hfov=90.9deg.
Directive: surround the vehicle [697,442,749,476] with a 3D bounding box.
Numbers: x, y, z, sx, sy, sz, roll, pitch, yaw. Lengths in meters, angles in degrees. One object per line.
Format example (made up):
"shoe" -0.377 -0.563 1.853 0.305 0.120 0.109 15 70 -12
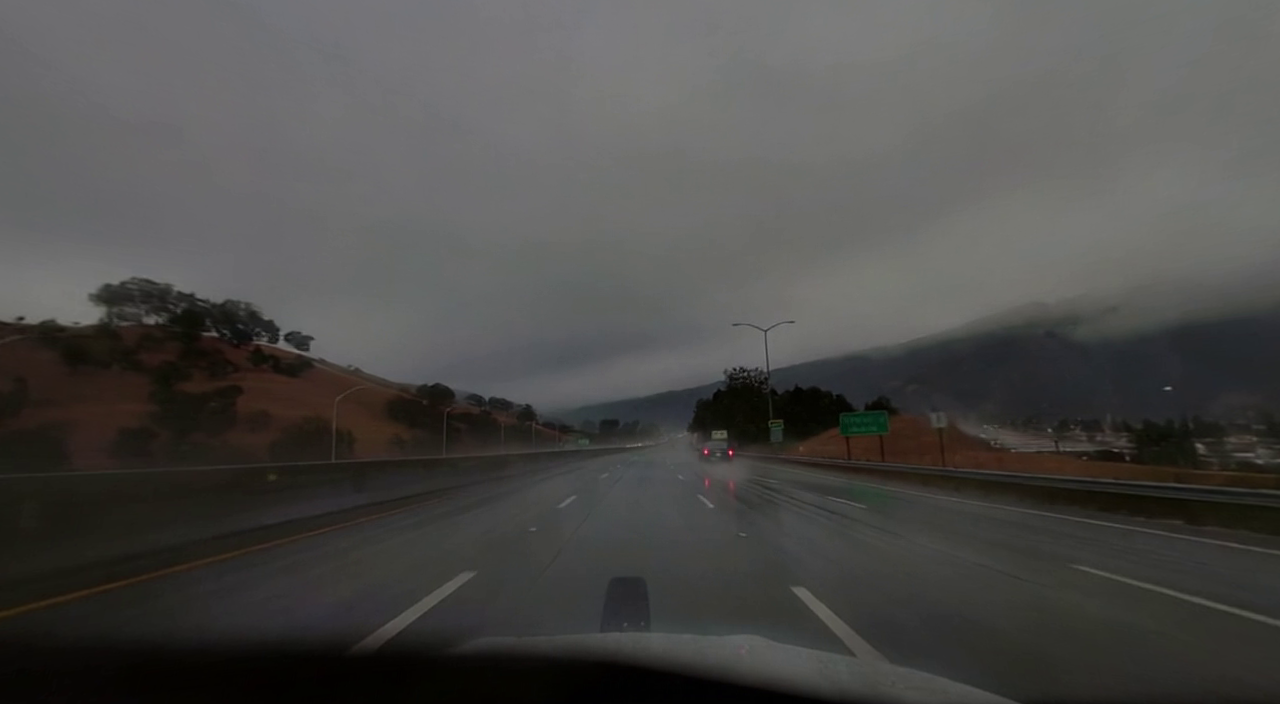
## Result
"vehicle" 3.888 5.073 30.235 1.916 1.469 4.481 0 -8 0
